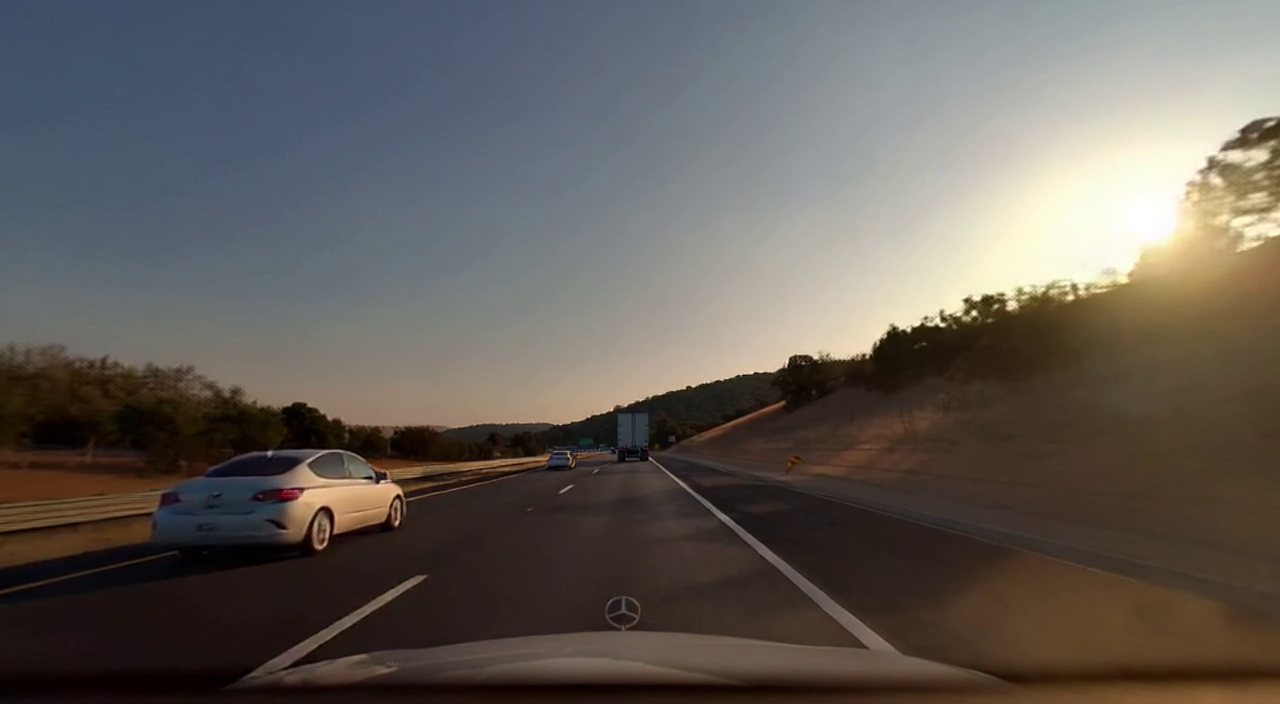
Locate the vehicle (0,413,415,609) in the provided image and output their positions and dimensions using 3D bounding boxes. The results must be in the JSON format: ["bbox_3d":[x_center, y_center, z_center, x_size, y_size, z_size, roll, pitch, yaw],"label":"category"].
[{"bbox_3d":[-4.444,1.653,7.446,1.991,1.618,4.211,0,-9,0],"label":"vehicle"}]

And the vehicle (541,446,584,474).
[{"bbox_3d":[-4.426,6.230,36.688,1.978,1.507,4.062,0,-9,0],"label":"vehicle"}]
